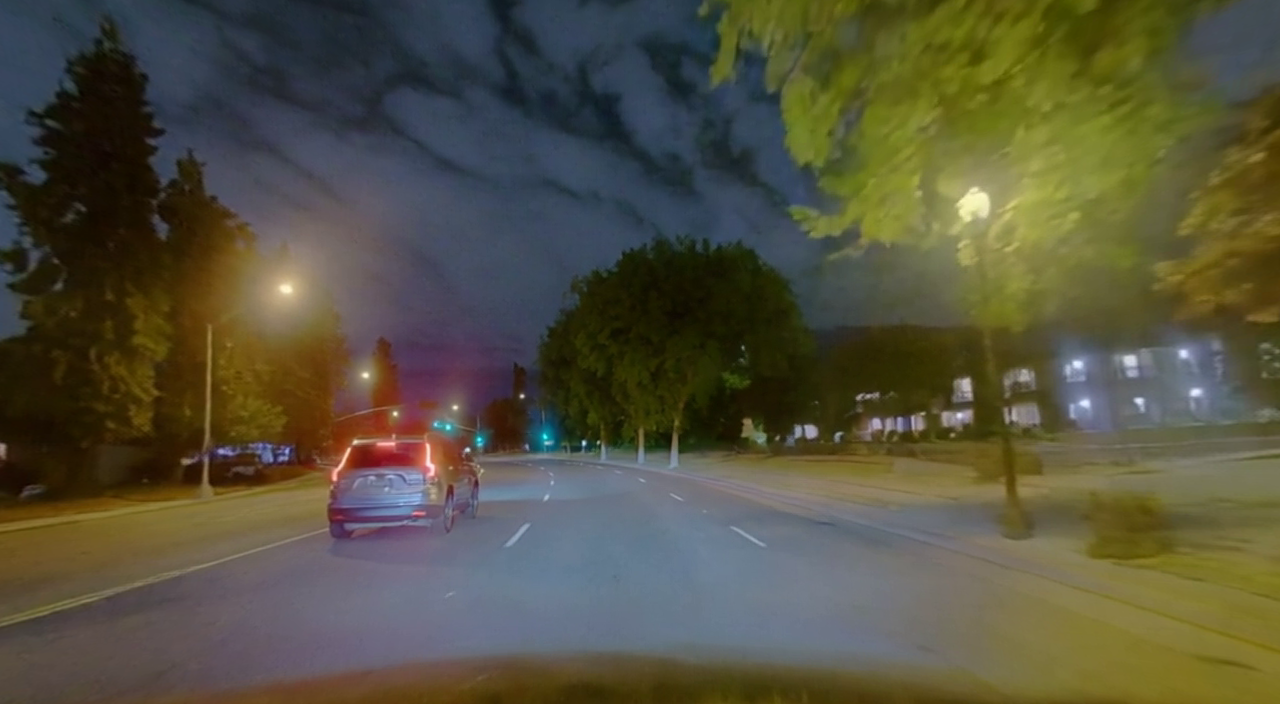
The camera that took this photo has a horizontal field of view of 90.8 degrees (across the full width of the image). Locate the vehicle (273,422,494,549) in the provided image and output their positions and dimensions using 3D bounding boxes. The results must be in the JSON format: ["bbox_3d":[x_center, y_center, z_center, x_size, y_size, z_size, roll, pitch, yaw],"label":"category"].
[{"bbox_3d":[-4.146,2.221,11.220,2.175,1.772,4.442,0,-8,-2],"label":"vehicle"}]

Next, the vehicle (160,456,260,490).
[{"bbox_3d":[-27.139,7.650,40.030,4.809,1.471,2.012,-5,-8,-12],"label":"vehicle"}]
